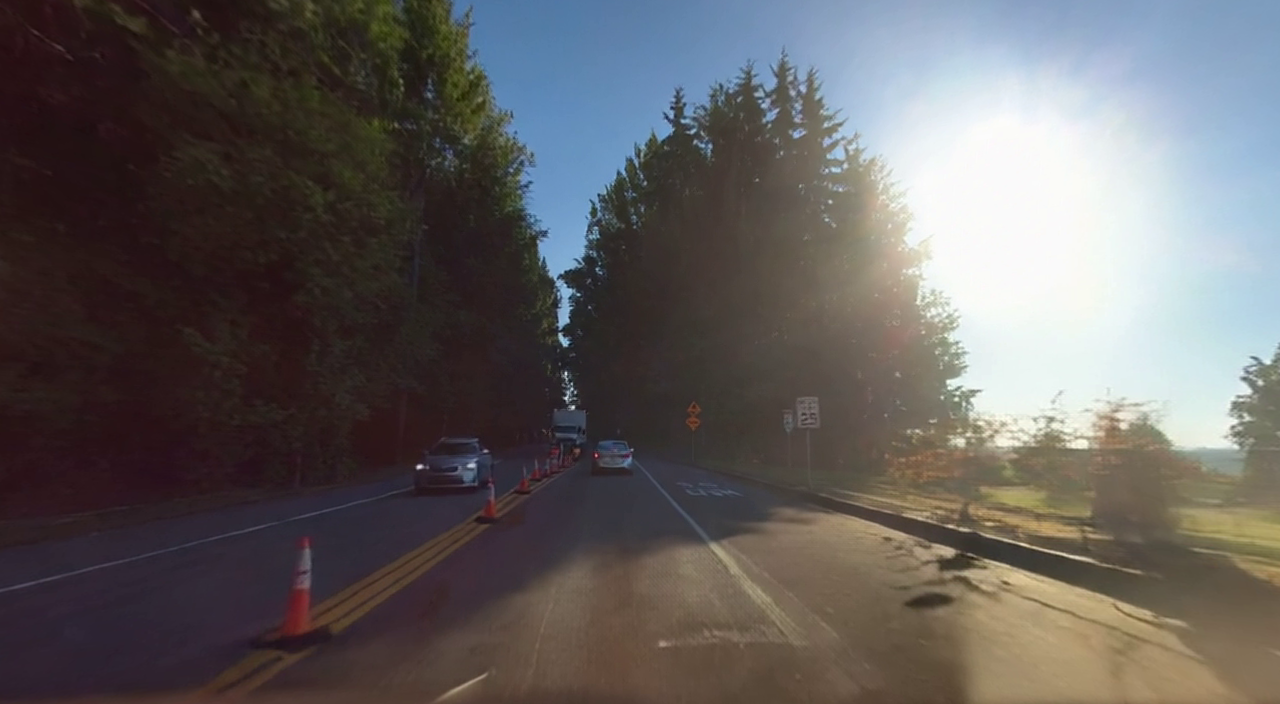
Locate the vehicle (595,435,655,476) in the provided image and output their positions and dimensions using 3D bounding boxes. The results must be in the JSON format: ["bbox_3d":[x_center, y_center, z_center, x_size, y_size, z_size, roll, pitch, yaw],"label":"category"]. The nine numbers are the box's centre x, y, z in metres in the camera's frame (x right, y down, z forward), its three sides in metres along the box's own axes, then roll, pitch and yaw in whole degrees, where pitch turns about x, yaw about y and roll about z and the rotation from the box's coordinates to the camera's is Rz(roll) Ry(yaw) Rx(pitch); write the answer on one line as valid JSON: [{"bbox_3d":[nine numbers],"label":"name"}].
[{"bbox_3d":[-0.609,4.085,25.219,2.186,1.463,4.356,0,-8,-2],"label":"vehicle"}]

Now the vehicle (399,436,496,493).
[{"bbox_3d":[-5.623,3.307,19.026,2.019,1.492,4.091,1,-8,-6],"label":"vehicle"}]

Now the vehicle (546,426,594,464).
[{"bbox_3d":[-4.219,5.615,38.171,2.671,2.053,6.074,1,-8,-6],"label":"vehicle"}]
